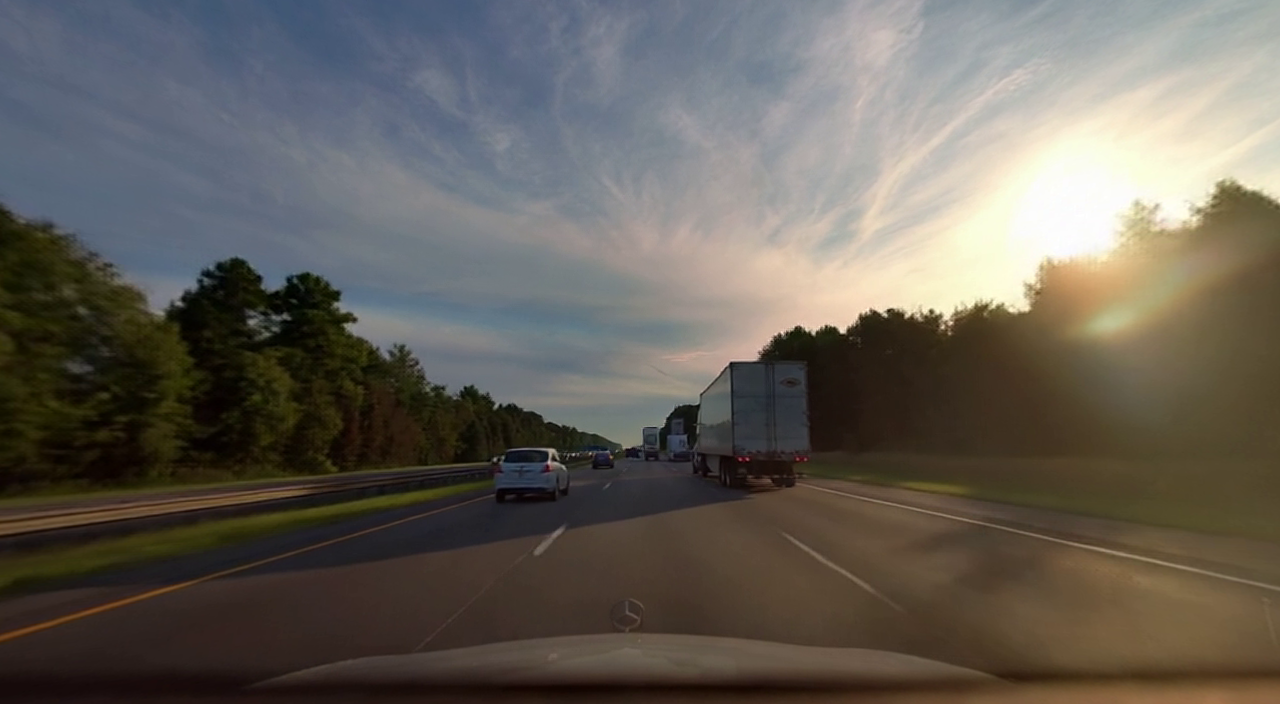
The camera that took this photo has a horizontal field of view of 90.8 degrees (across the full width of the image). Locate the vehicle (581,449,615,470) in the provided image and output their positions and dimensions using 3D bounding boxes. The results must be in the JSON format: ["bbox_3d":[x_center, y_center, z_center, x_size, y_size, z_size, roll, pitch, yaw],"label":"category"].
[{"bbox_3d":[-3.062,7.953,46.901,2.121,1.445,4.651,0,-9,1],"label":"vehicle"}]

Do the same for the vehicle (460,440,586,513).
[{"bbox_3d":[-2.713,3.041,15.943,2.104,1.526,4.940,0,-9,2],"label":"vehicle"}]

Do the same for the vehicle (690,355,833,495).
[{"bbox_3d":[4.101,3.232,25.679,2.974,4.083,14.389,0,-9,0],"label":"vehicle"}]
